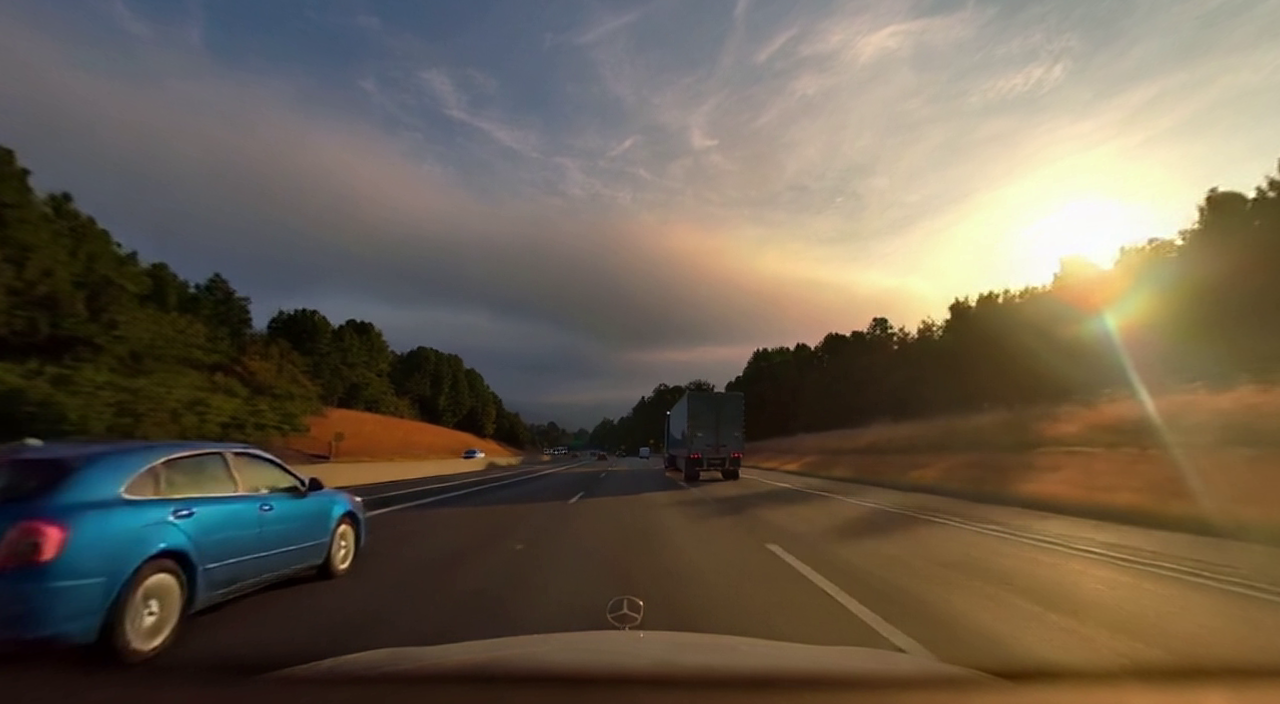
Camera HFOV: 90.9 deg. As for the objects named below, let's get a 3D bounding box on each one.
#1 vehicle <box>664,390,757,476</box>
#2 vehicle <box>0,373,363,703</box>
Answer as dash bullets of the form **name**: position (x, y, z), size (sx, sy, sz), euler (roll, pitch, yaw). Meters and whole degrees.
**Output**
- **vehicle**: position (3.795, 5.355, 39.879), size (3.532, 4.201, 17.611), euler (0, -9, -1)
- **vehicle**: position (-4.058, 1.197, 4.550), size (2.115, 1.670, 4.261), euler (0, -9, 0)
